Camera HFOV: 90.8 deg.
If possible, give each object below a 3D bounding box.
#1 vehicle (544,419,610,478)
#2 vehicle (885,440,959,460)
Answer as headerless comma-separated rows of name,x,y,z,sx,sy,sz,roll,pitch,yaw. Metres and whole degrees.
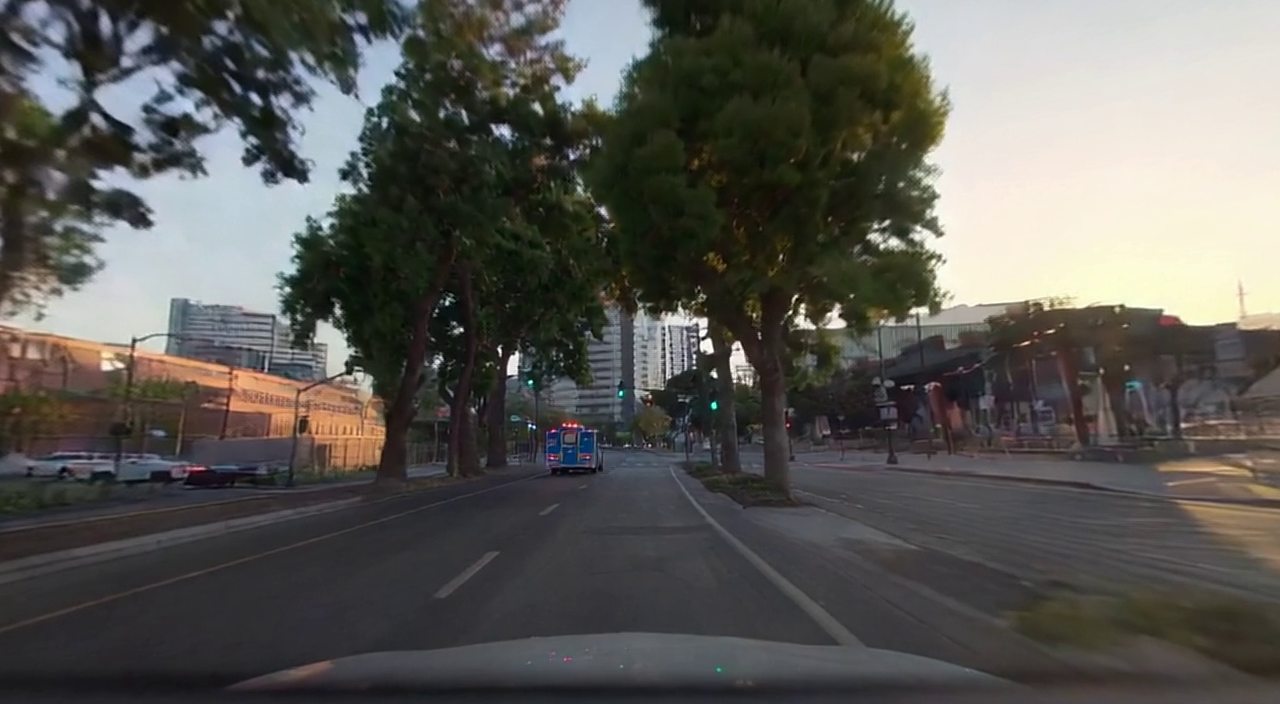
vehicle,-3.176,5.066,33.214,2.633,2.787,5.796,-1,-9,2
vehicle,21.911,7.613,49.206,4.813,1.476,1.868,0,-9,1
